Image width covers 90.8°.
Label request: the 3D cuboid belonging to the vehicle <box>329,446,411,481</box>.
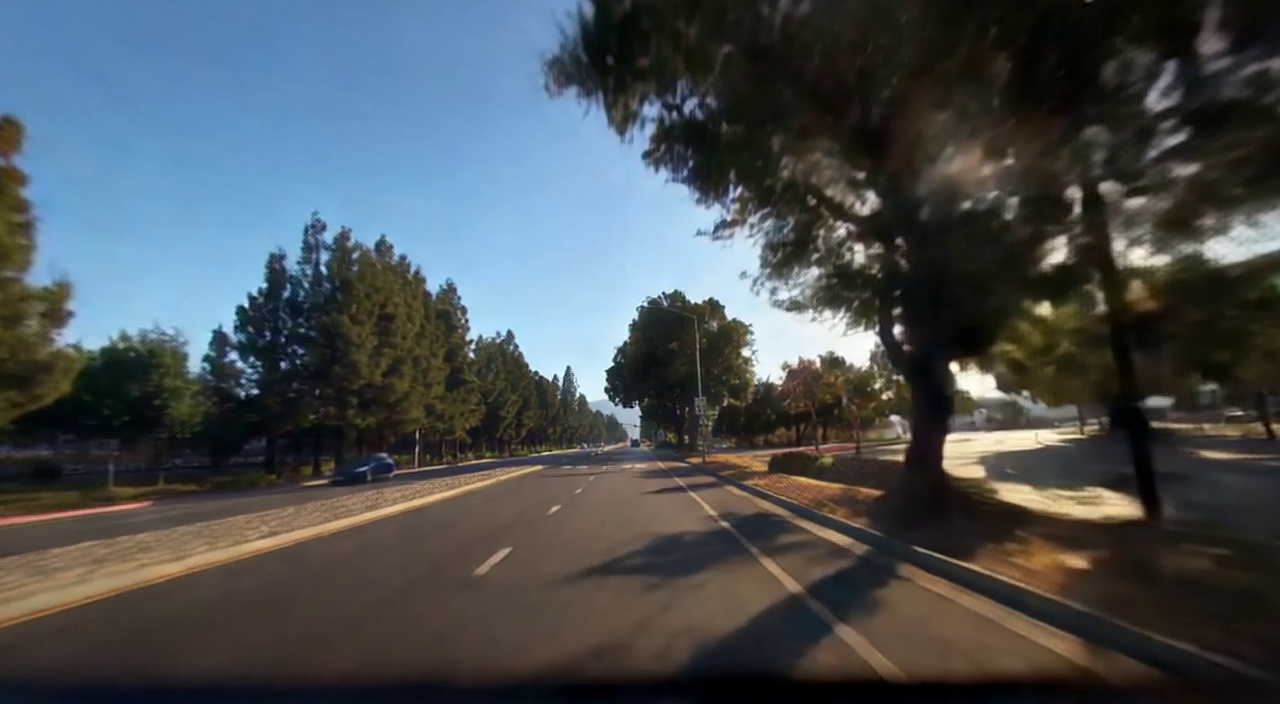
[{"bbox_3d":[-13.271,5.487,31.365,2.078,1.573,4.533,0,-8,0],"label":"vehicle"}]
